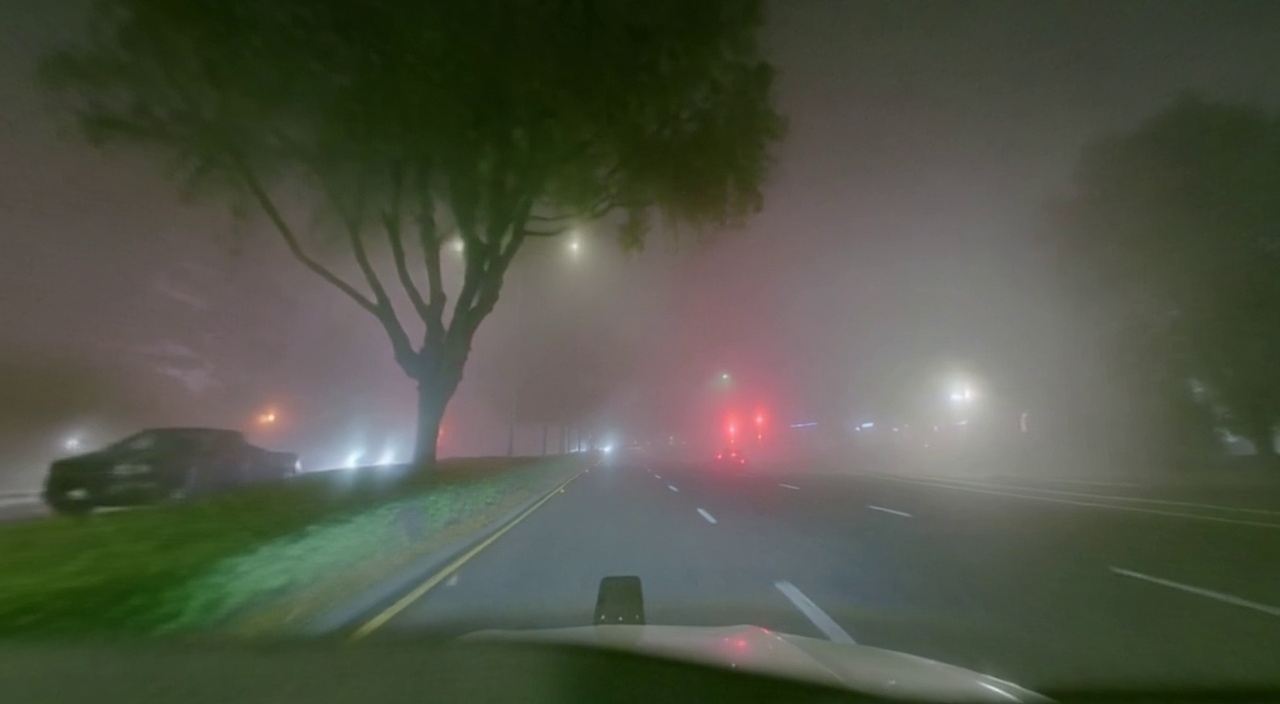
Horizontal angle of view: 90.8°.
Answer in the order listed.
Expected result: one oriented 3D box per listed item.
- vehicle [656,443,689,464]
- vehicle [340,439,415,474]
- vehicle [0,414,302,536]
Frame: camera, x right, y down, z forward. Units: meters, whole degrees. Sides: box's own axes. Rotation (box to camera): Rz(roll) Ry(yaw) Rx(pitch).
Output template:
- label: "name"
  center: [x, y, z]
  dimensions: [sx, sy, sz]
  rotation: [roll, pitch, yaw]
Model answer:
- label: "vehicle"
  center: [2.419, 7.670, 47.786]
  dimensions: [1.913, 1.473, 4.360]
  rotation: [1, -9, -5]
- label: "vehicle"
  center: [-13.667, 5.431, 33.171]
  dimensions: [2.123, 1.692, 4.419]
  rotation: [0, -9, -2]
- label: "vehicle"
  center: [-8.727, 2.150, 12.003]
  dimensions: [2.016, 1.766, 5.155]
  rotation: [0, -7, -4]
